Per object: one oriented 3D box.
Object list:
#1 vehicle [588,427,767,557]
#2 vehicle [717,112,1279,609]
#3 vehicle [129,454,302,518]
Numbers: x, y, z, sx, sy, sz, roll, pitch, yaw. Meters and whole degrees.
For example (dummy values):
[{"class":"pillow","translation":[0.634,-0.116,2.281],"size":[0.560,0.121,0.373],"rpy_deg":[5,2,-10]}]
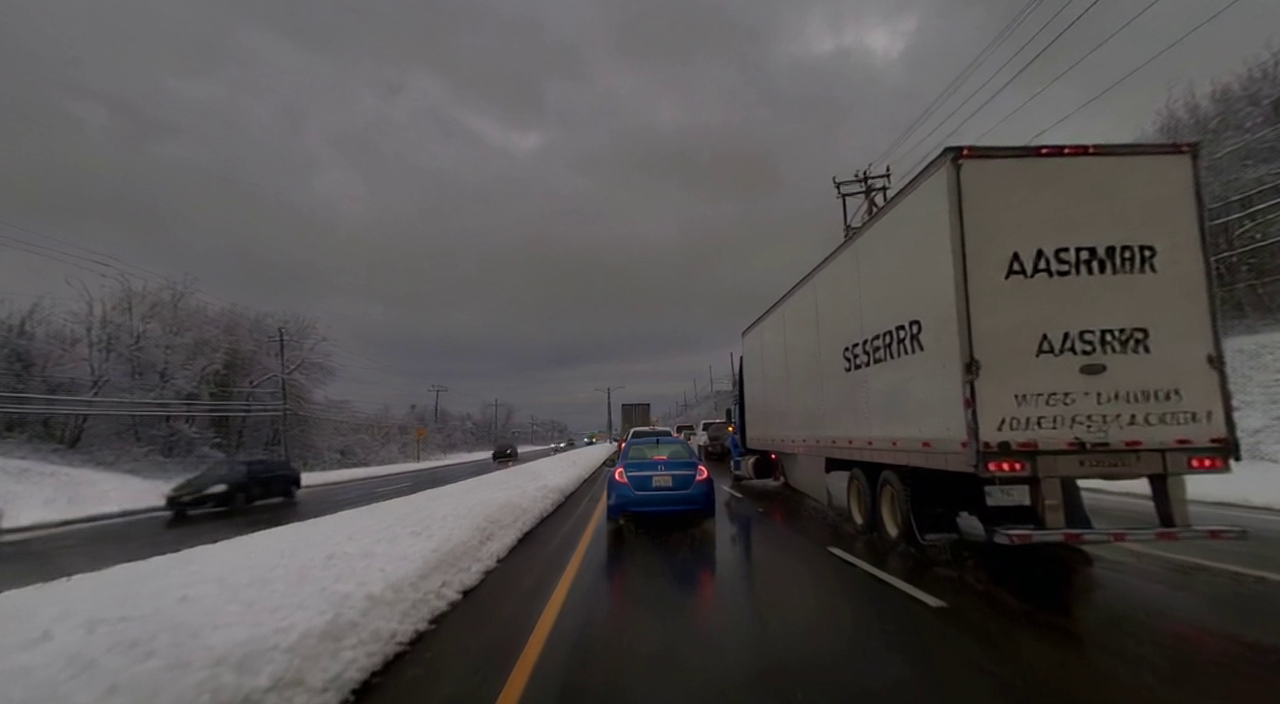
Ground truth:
[{"class":"vehicle","translation":[0.358,1.855,9.058],"size":[2.045,1.446,3.597],"rpy_deg":[0,-8,-2]},{"class":"vehicle","translation":[4.198,0.944,12.220],"size":[3.138,4.065,14.276],"rpy_deg":[0,-8,-2]},{"class":"vehicle","translation":[-11.786,3.703,17.938],"size":[1.868,1.468,4.446],"rpy_deg":[-1,-8,0]}]
